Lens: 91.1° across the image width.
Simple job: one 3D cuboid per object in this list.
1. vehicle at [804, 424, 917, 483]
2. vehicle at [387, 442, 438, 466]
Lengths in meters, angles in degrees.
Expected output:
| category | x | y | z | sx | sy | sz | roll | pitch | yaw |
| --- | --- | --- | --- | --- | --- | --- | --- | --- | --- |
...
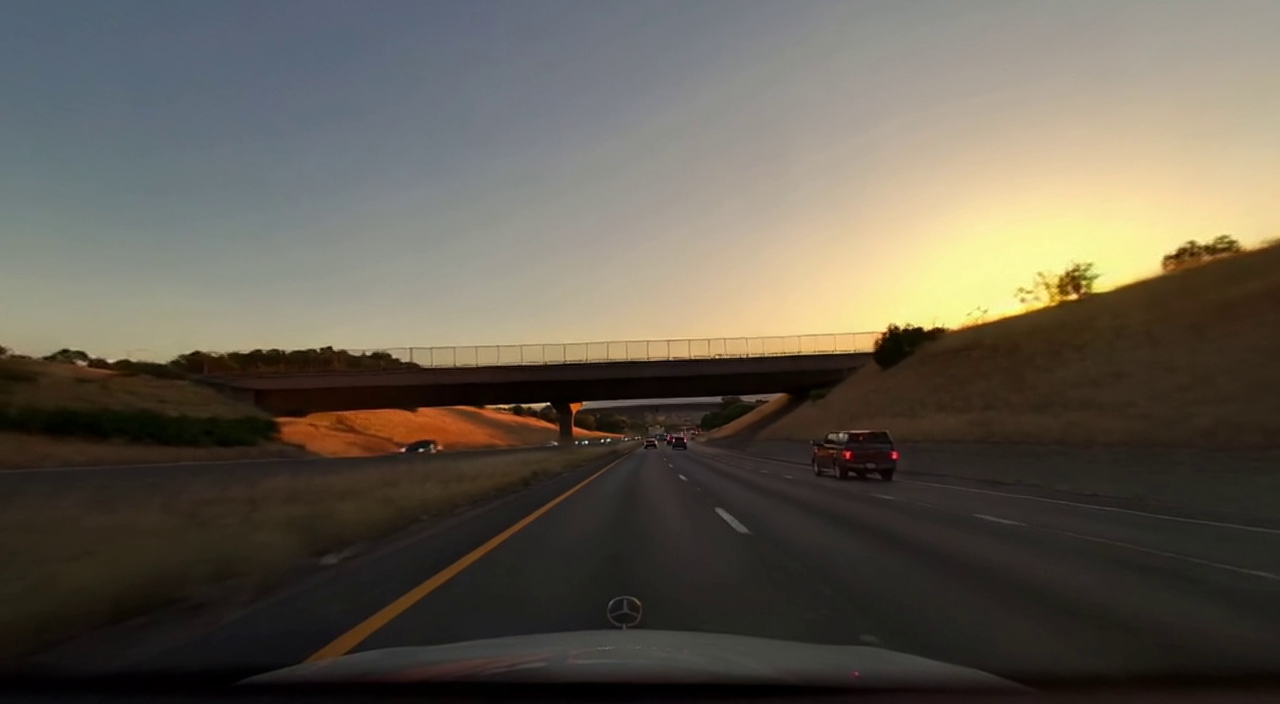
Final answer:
| category | x | y | z | sx | sy | sz | roll | pitch | yaw |
| --- | --- | --- | --- | --- | --- | --- | --- | --- | --- |
| vehicle | 8.446 | 3.978 | 24.749 | 2.362 | 2.037 | 5.409 | 0 | -9 | -1 |
| vehicle | -16.981 | 7.641 | 47.147 | 1.910 | 1.704 | 5.056 | 0 | -9 | 0 |
